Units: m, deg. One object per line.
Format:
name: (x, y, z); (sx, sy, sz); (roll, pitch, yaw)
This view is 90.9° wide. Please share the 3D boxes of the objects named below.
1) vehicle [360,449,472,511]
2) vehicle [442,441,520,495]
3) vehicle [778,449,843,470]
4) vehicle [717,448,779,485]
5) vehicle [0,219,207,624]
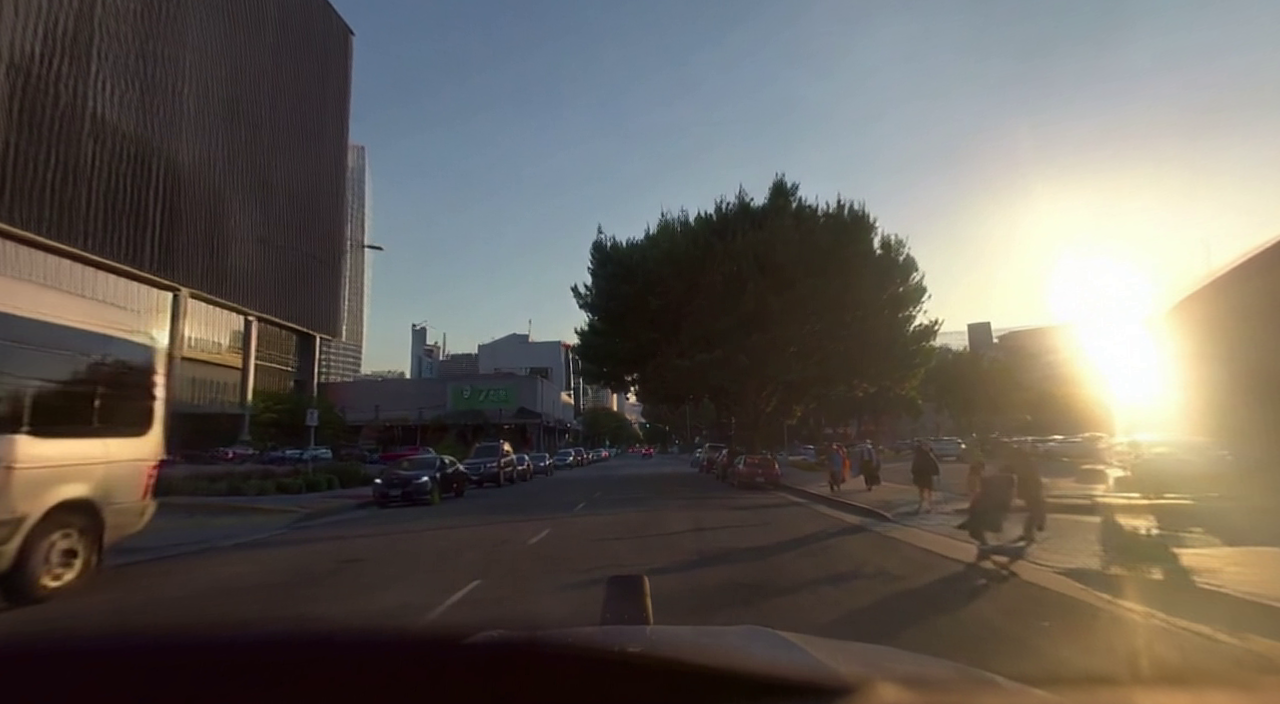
vehicle: (-6.639, 3.779, 19.260); (1.917, 1.487, 4.659); (-2, -8, -3)
vehicle: (-6.464, 4.749, 26.295); (2.238, 1.891, 4.780); (-1, -7, -3)
vehicle: (13.501, 8.471, 49.972); (4.499, 1.558, 2.007); (-5, -10, 30)
vehicle: (4.807, 5.137, 28.657); (1.973, 1.494, 4.867); (0, -8, 0)
vehicle: (-6.838, 0.477, 4.536); (2.851, 3.375, 6.057); (0, -8, 2)
